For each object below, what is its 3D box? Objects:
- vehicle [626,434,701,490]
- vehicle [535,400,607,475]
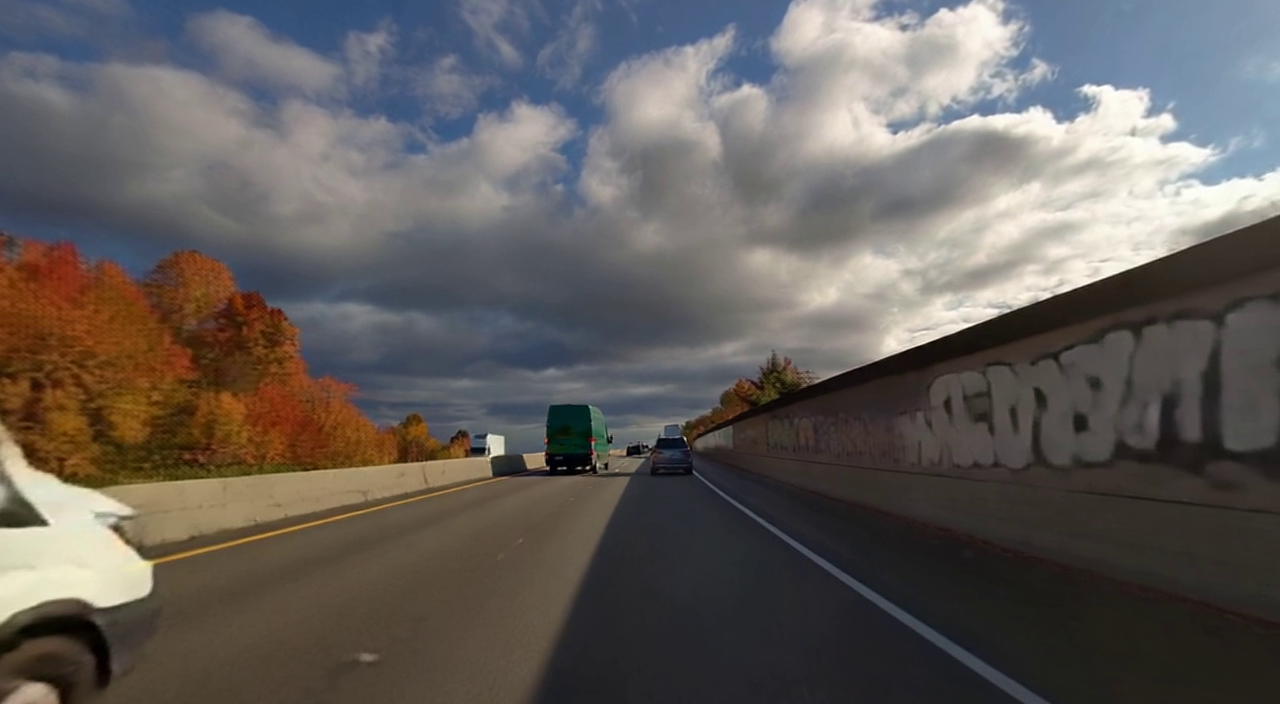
[{"bbox_3d":[0.681,3.296,19.229,2.071,1.487,3.948,0,-8,1],"label":"vehicle"},{"bbox_3d":[-2.688,3.533,26.034,2.334,2.769,5.087,0,-8,0],"label":"vehicle"}]
